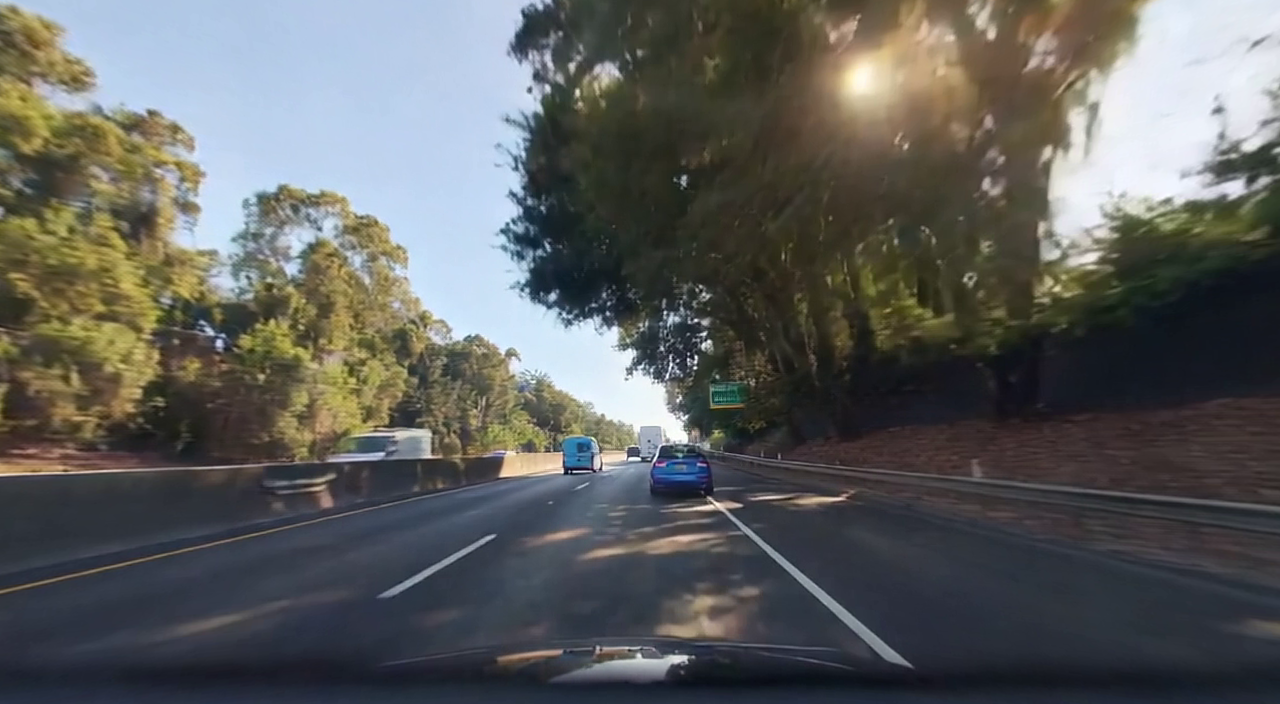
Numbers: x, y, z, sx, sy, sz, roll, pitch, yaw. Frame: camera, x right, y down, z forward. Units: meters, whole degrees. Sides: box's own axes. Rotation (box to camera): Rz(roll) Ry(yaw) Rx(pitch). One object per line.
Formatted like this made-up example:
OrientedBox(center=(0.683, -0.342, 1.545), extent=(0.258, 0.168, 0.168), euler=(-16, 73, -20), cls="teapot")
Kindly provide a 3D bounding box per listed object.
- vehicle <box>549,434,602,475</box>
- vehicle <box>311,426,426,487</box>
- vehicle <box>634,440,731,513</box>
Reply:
OrientedBox(center=(-3.422, 5.579, 34.453), extent=(2.217, 2.033, 4.975), euler=(0, -9, 2), cls="vehicle")
OrientedBox(center=(-12.242, 4.791, 29.135), extent=(2.277, 2.448, 6.533), euler=(0, -9, 1), cls="vehicle")
OrientedBox(center=(0.873, 2.853, 14.901), extent=(2.012, 1.485, 3.649), euler=(0, -9, 0), cls="vehicle")
